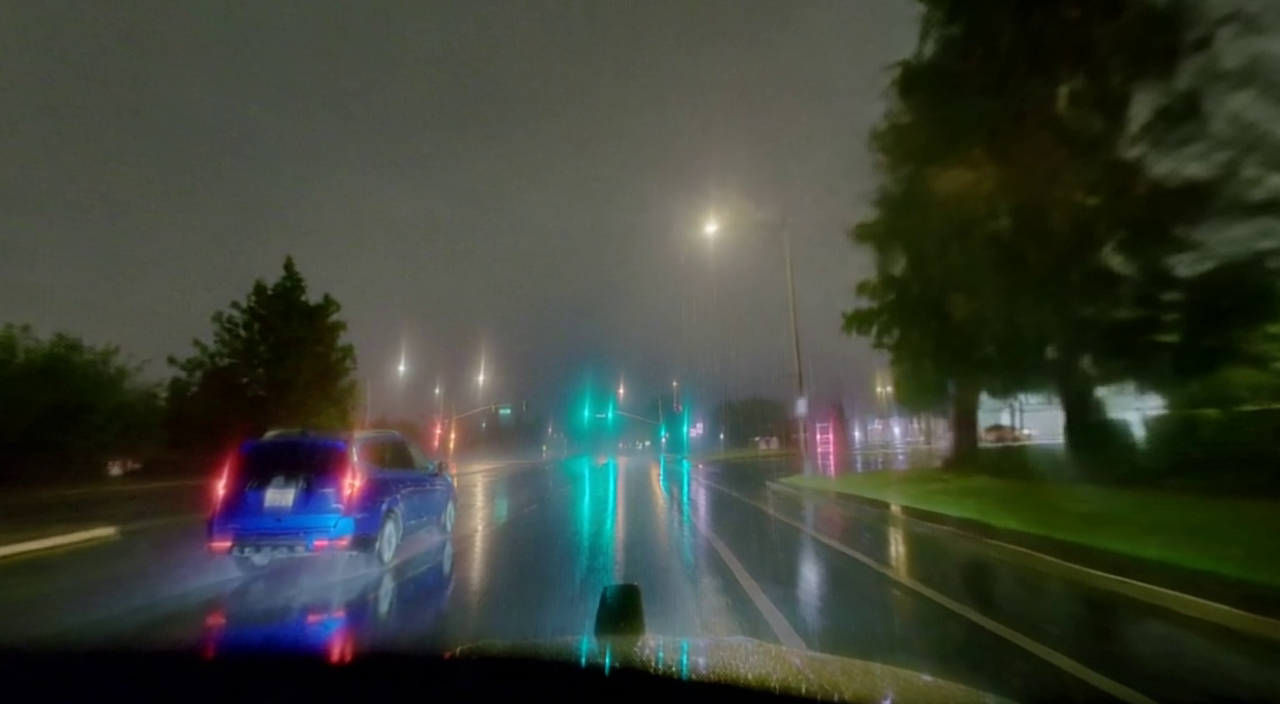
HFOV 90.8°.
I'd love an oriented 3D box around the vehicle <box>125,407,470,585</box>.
[{"bbox_3d":[-3.953,1.737,8.450,2.121,1.724,4.392,0,-9,0],"label":"vehicle"}]
